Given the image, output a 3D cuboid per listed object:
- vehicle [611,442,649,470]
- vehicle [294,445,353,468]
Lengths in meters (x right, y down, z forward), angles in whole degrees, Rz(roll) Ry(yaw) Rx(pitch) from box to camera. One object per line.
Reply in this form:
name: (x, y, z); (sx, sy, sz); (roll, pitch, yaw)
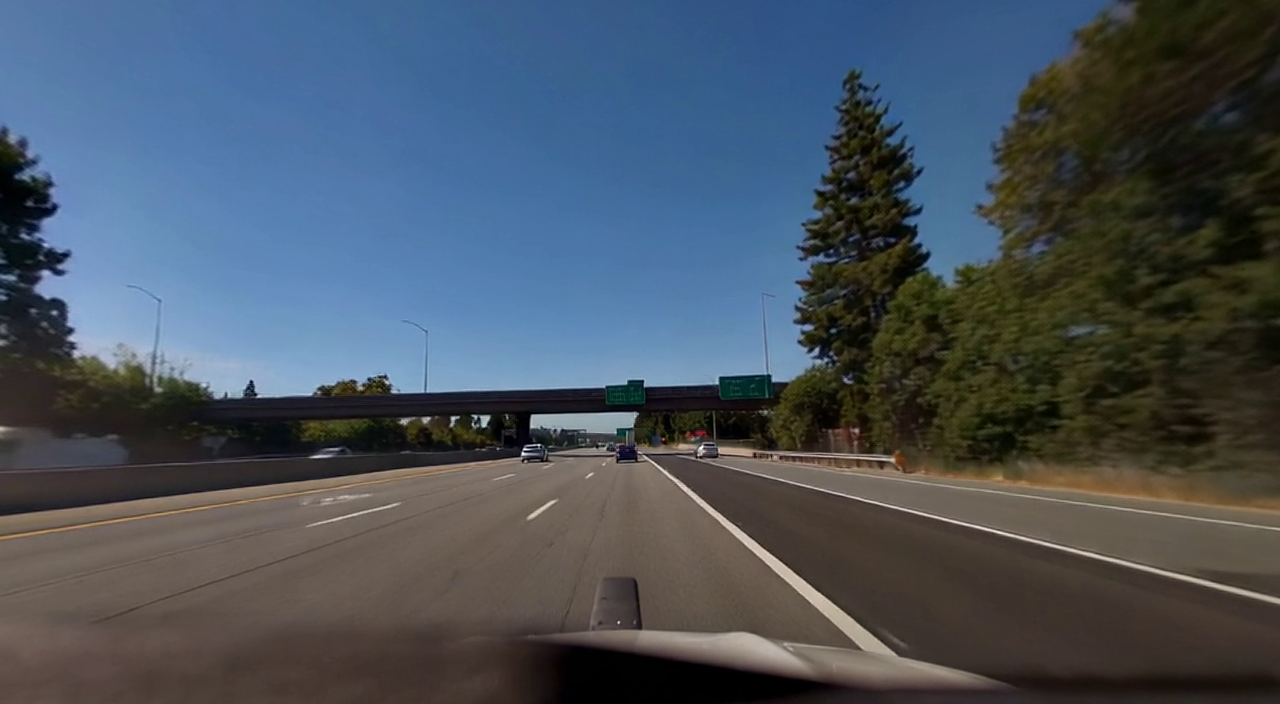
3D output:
vehicle: (-0.608, 5.872, 35.794); (2.012, 1.471, 4.059); (0, -8, -2)
vehicle: (-24.802, 8.166, 49.745); (1.978, 1.665, 5.327); (-1, -8, -2)
